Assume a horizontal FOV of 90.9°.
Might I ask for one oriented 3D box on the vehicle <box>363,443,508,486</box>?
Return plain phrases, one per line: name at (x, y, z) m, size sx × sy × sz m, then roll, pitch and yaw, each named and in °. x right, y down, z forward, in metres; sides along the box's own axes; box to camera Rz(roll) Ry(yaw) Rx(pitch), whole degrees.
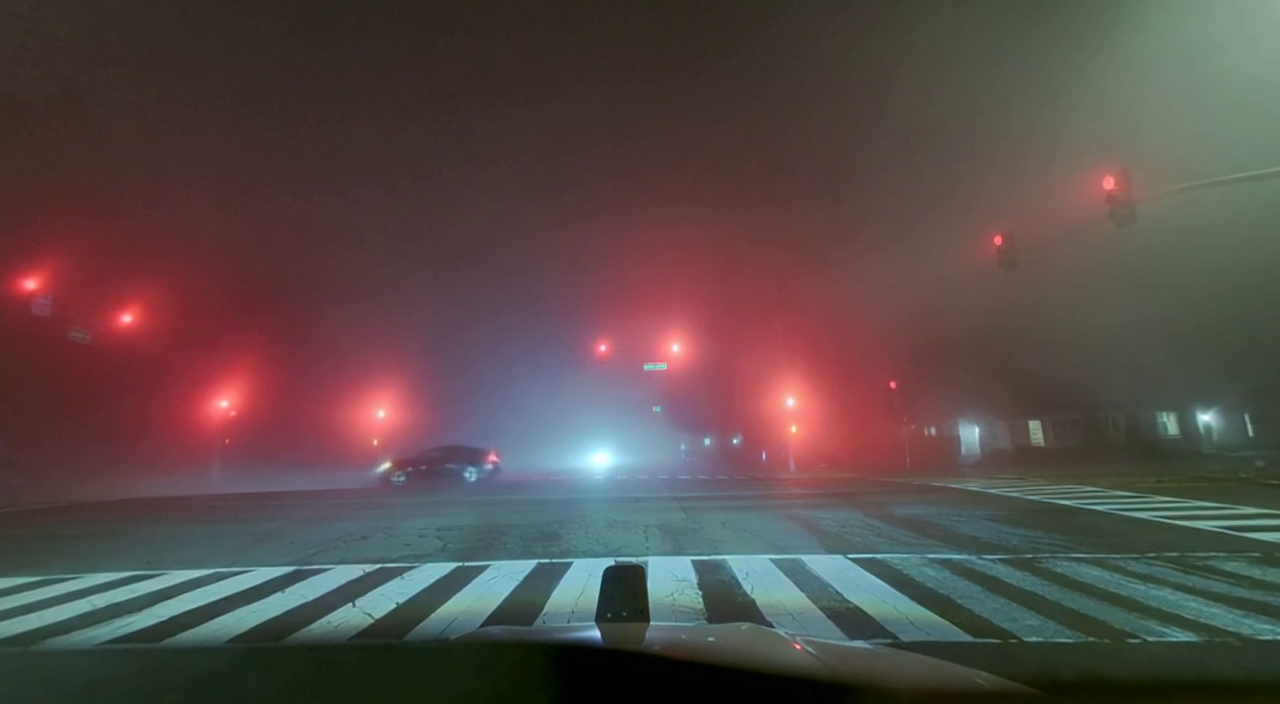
vehicle at (-7.236, 4.011, 22.656) m, size 4.562 × 1.460 × 1.822 m, roll 0°, pitch -8°, yaw 0°
